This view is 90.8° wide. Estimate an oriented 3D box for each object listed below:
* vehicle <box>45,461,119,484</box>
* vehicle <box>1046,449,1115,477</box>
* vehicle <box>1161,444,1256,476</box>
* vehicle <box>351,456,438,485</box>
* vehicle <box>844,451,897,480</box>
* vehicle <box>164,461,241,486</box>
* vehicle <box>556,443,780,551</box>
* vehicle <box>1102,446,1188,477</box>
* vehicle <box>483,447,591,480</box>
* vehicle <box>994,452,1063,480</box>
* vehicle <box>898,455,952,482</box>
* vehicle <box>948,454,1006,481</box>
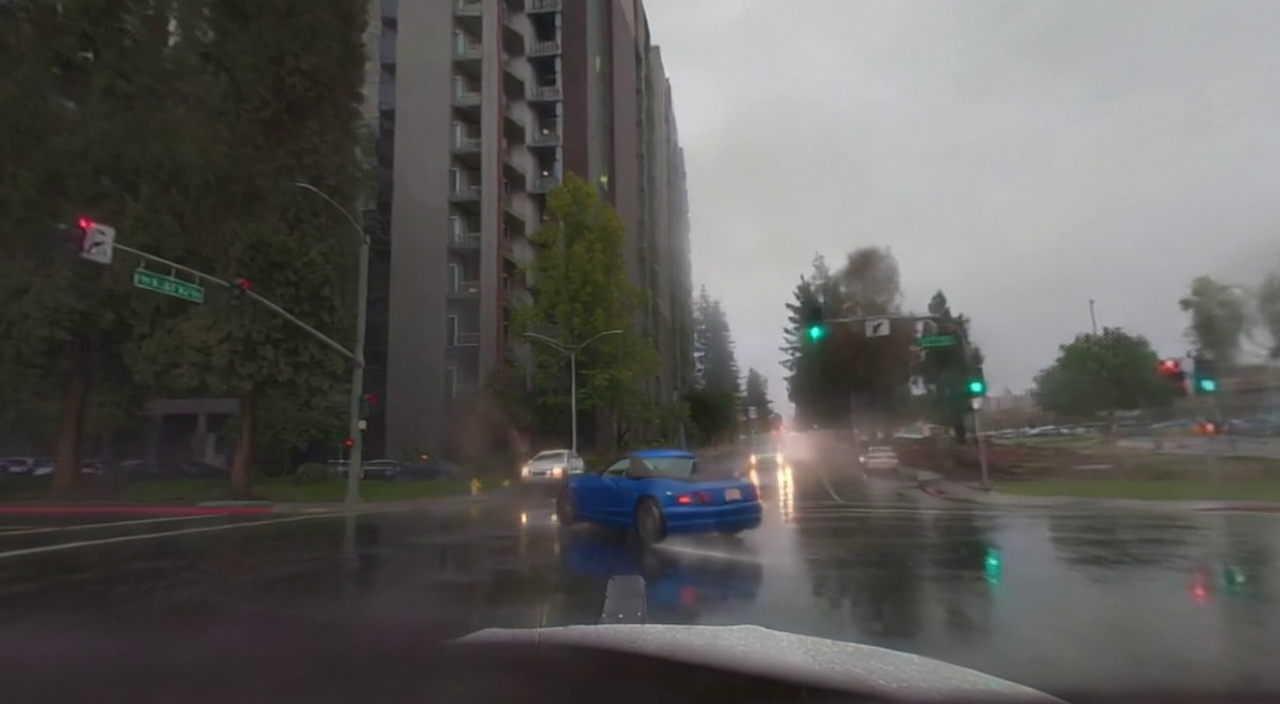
[{"bbox_3d":[-37.577,8.085,42.600,1.627,1.392,3.330,-1,-9,10],"label":"vehicle"},{"bbox_3d":[23.213,5.835,33.436,1.704,1.365,3.315,-2,-9,11],"label":"vehicle"},{"bbox_3d":[28.882,5.489,32.257,1.997,1.495,3.504,-2,-9,12],"label":"vehicle"},{"bbox_3d":[-13.930,6.715,35.897,4.207,1.508,1.875,-2,-9,13],"label":"vehicle"},{"bbox_3d":[12.715,6.256,35.059,1.983,1.453,4.180,-1,-9,10],"label":"vehicle"},{"bbox_3d":[-27.895,7.754,40.436,1.709,1.410,3.945,-1,-9,10],"label":"vehicle"},{"bbox_3d":[0.268,2.425,11.360,1.903,1.529,4.254,6,-10,-32],"label":"vehicle"},{"bbox_3d":[25.944,5.606,32.615,1.970,1.449,3.604,-2,-9,12],"label":"vehicle"},{"bbox_3d":[-6.183,6.678,38.154,6.021,1.868,2.172,-2,-9,11],"label":"vehicle"},{"bbox_3d":[20.663,6.066,33.745,2.006,1.371,3.426,-2,-9,12],"label":"vehicle"},{"bbox_3d":[15.636,6.387,34.891,1.889,1.358,3.751,-2,-9,12],"label":"vehicle"},{"bbox_3d":[18.049,6.157,34.000,1.692,1.343,3.352,-1,-9,9],"label":"vehicle"}]
